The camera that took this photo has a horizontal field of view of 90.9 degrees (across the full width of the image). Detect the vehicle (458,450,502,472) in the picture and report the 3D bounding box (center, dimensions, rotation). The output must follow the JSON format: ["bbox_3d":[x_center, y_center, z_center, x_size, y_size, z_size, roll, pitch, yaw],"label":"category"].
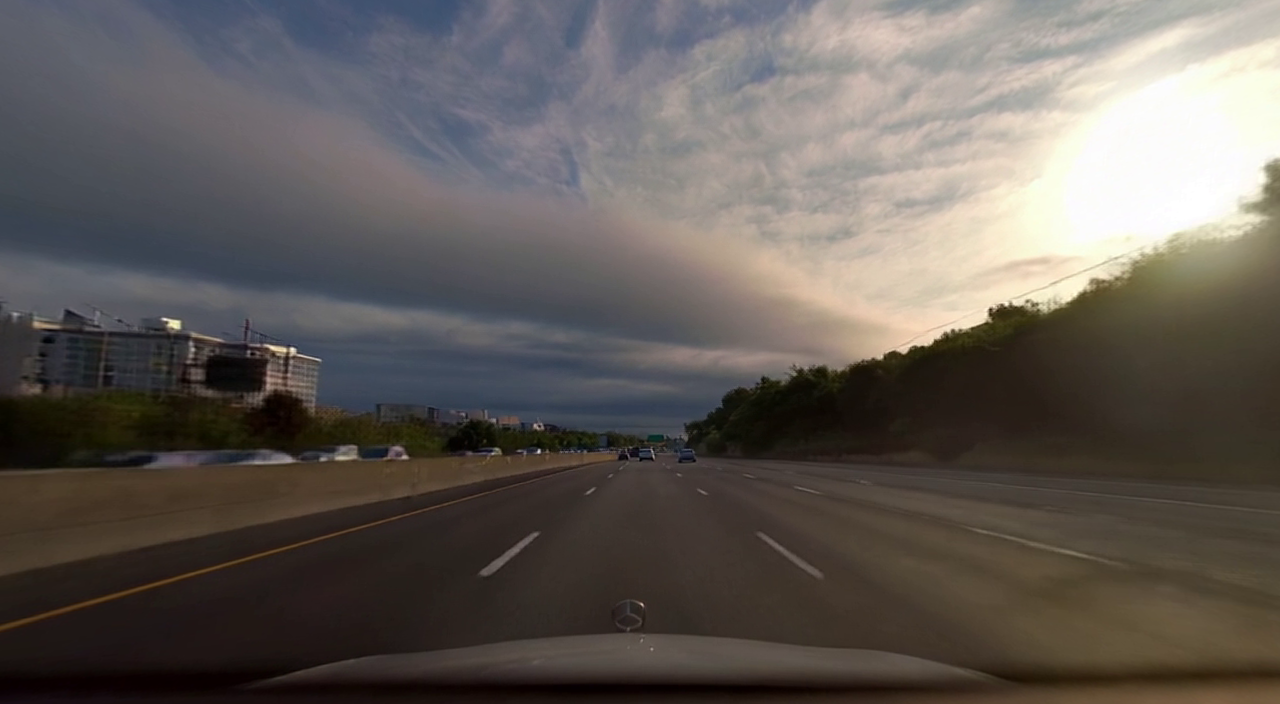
[{"bbox_3d":[-11.211,7.650,44.338,1.894,1.437,4.443,0,-9,1],"label":"vehicle"}]

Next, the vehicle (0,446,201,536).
[{"bbox_3d":[-11.156,2.585,12.332,1.920,1.428,4.416,0,-9,0],"label":"vehicle"}]

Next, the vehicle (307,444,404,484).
[{"bbox_3d":[-11.934,4.707,26.783,2.035,1.512,4.336,0,-9,1],"label":"vehicle"}]
